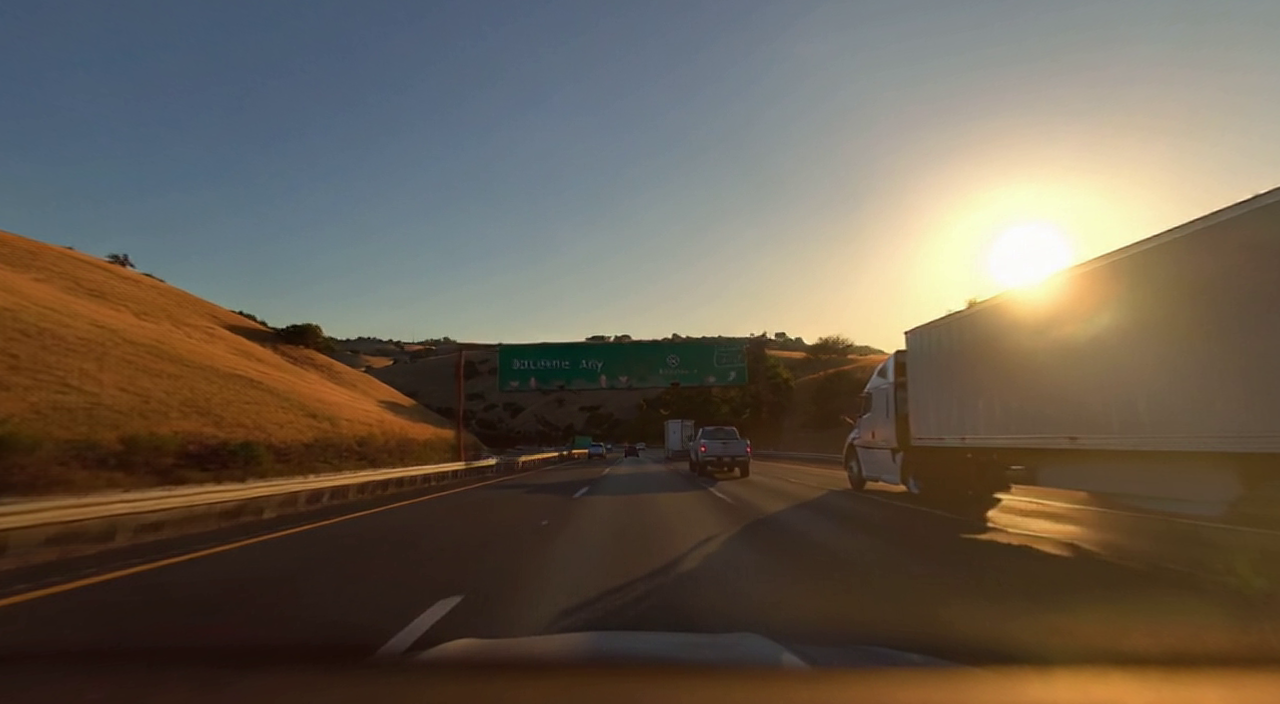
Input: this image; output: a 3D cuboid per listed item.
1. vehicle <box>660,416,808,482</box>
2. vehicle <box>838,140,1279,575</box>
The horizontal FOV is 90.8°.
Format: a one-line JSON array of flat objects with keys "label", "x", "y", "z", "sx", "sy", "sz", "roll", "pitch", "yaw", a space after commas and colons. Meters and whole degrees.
[{"label": "vehicle", "x": 3.360, "y": 3.609, "z": 23.594, "sx": 5.075, "sy": 2.277, "sz": 2.365, "roll": 0, "pitch": -9, "yaw": -3}, {"label": "vehicle", "x": 7.703, "y": 0.848, "z": 11.433, "sx": 2.935, "sy": 4.187, "sz": 16.357, "roll": 0, "pitch": -9, "yaw": 0}]
